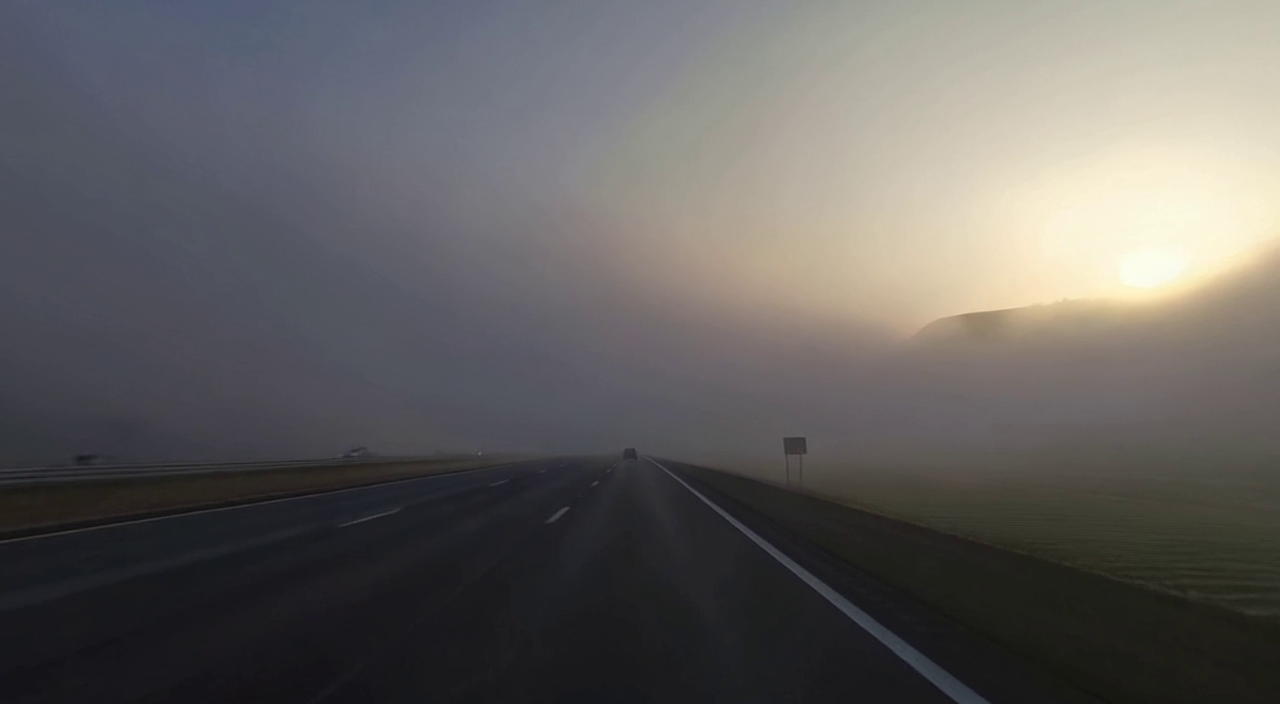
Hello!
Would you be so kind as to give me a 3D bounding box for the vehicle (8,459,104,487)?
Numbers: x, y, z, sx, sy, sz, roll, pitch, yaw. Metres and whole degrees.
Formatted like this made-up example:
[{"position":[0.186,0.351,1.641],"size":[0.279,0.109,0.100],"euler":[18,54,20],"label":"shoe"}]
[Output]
[{"position":[-36.361,7.533,39.494],"size":[1.829,1.558,4.296],"euler":[0,-8,0],"label":"vehicle"}]
